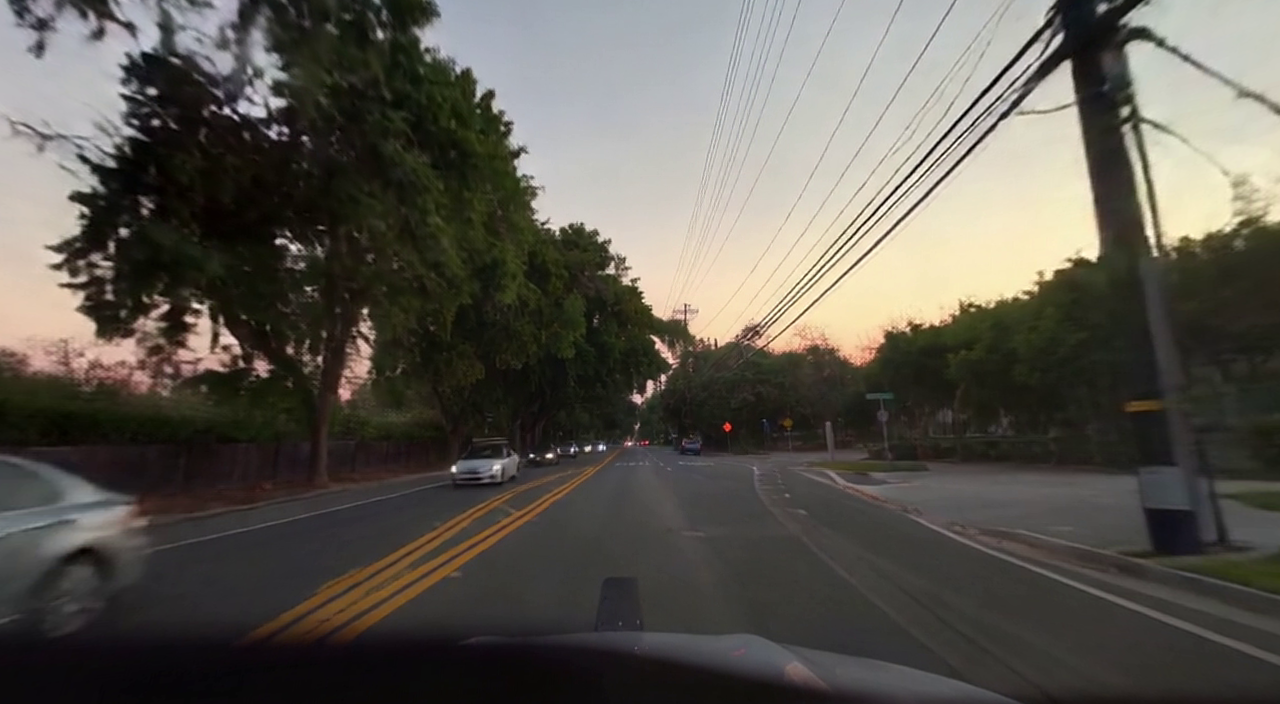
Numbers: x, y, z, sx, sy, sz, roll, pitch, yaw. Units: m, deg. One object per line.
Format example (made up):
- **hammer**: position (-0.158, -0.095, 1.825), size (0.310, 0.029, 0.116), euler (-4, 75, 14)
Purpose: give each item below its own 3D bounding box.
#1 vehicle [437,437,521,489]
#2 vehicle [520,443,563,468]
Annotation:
- **vehicle**: position (-5.509, 3.821, 22.124), size (2.001, 1.616, 4.064), euler (0, -9, -2)
- **vehicle**: position (-6.309, 6.669, 40.909), size (2.043, 1.484, 4.532), euler (0, -9, 0)
